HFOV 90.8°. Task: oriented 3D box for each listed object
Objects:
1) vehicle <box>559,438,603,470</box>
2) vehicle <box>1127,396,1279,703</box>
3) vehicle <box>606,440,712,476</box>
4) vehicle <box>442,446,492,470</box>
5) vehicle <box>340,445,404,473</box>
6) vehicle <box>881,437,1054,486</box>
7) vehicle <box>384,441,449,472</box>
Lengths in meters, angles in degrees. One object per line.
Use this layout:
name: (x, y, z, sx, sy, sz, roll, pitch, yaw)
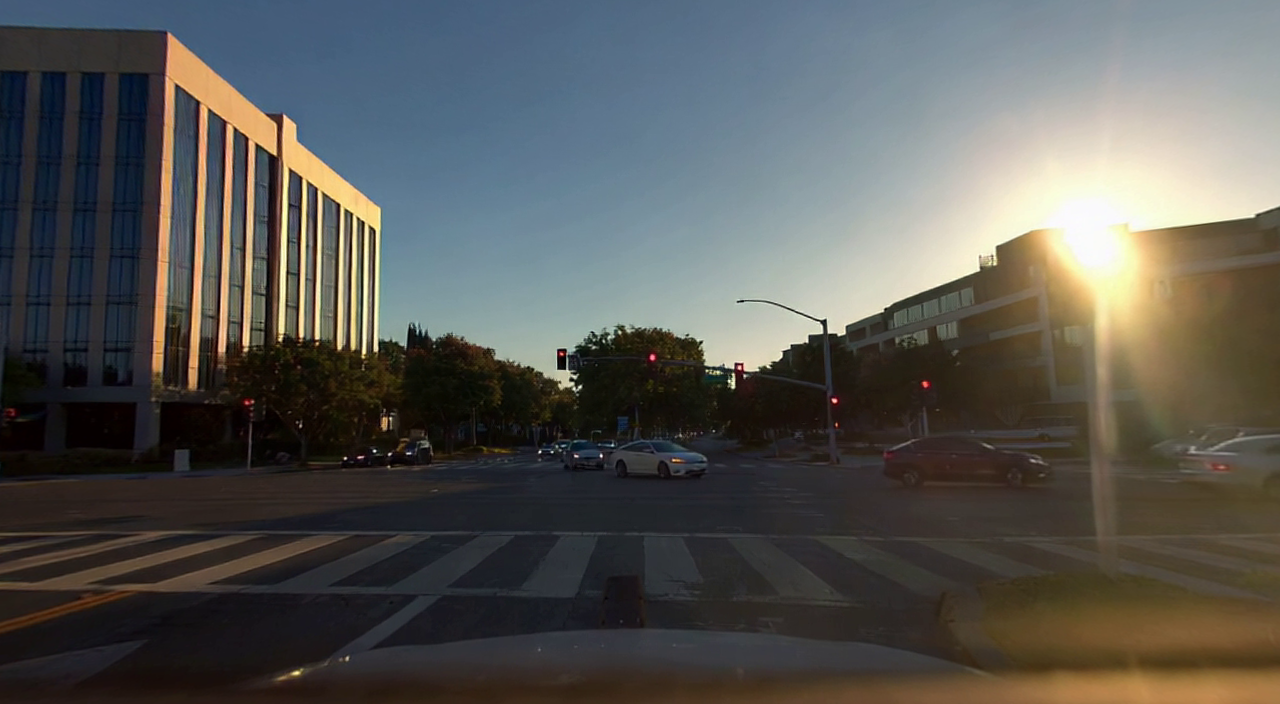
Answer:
vehicle: (-3.361, 5.685, 35.335, 1.950, 1.629, 4.385, 2, -9, -12)
vehicle: (3.254, 0.604, 0.260, 2.106, 1.472, 4.900, 0, -9, -2)
vehicle: (0.706, 4.615, 27.744, 2.115, 1.445, 4.864, 6, -11, -36)
vehicle: (-11.636, 7.143, 42.791, 2.003, 1.476, 4.297, -1, -9, 2)
vehicle: (-18.543, 7.403, 44.027, 2.237, 1.842, 5.116, 0, -9, 0)
vehicle: (10.431, 3.538, 20.580, 4.637, 1.461, 2.109, -3, -9, 18)
vehicle: (-15.130, 7.107, 43.136, 2.340, 1.946, 5.450, -1, -9, 1)
